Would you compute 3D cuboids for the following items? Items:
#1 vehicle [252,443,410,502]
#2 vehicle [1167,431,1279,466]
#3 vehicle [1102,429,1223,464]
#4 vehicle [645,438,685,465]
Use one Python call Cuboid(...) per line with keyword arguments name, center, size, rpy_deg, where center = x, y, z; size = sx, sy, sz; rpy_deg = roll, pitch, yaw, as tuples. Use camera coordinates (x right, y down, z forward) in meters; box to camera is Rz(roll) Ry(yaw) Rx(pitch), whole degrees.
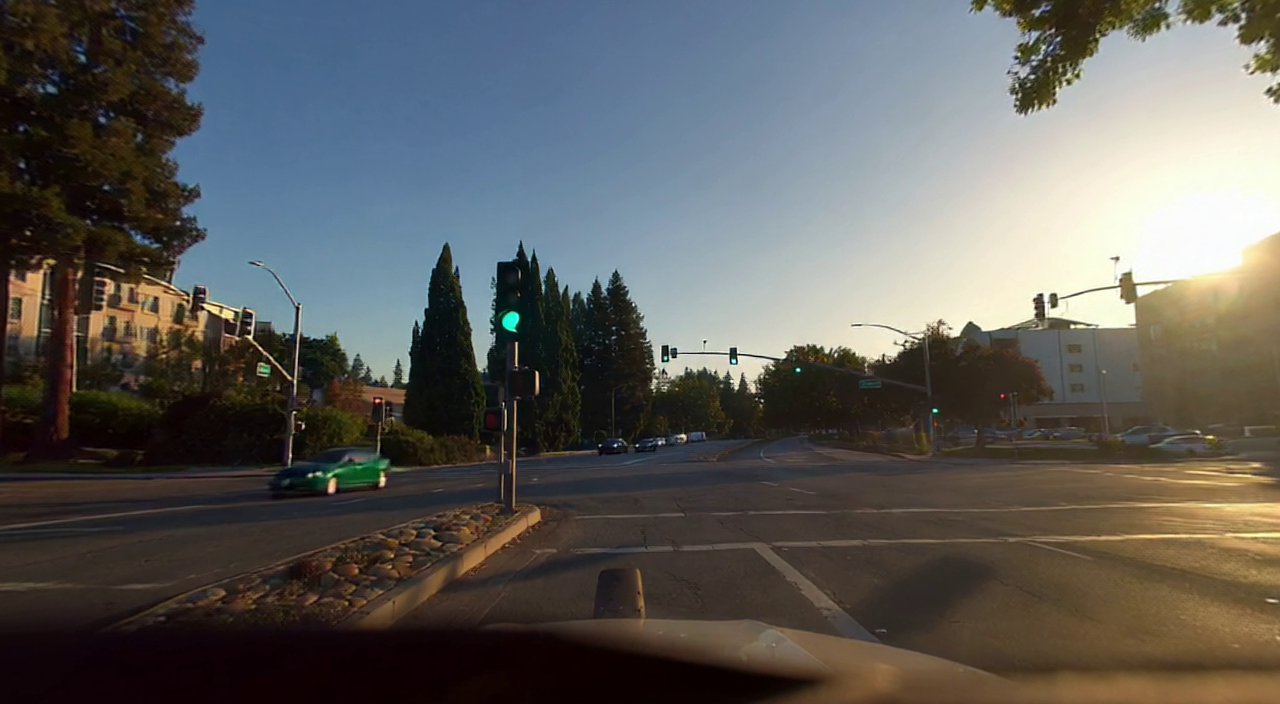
Cuboid(name="vehicle", center=(-8.796, 3.444, 18.545), size=(2.002, 1.483, 4.696), rpy_deg=(-1, -8, 5))
Cuboid(name="vehicle", center=(26.293, 4.242, 27.876), size=(4.644, 1.470, 1.922), rpy_deg=(1, -8, -10))
Cuboid(name="vehicle", center=(25.918, 4.679, 31.353), size=(4.441, 1.674, 2.035), rpy_deg=(1, -8, -8))
Cuboid(name="vehicle", center=(1.759, 6.771, 43.247), size=(2.197, 1.739, 4.177), rpy_deg=(-2, -8, 10))
